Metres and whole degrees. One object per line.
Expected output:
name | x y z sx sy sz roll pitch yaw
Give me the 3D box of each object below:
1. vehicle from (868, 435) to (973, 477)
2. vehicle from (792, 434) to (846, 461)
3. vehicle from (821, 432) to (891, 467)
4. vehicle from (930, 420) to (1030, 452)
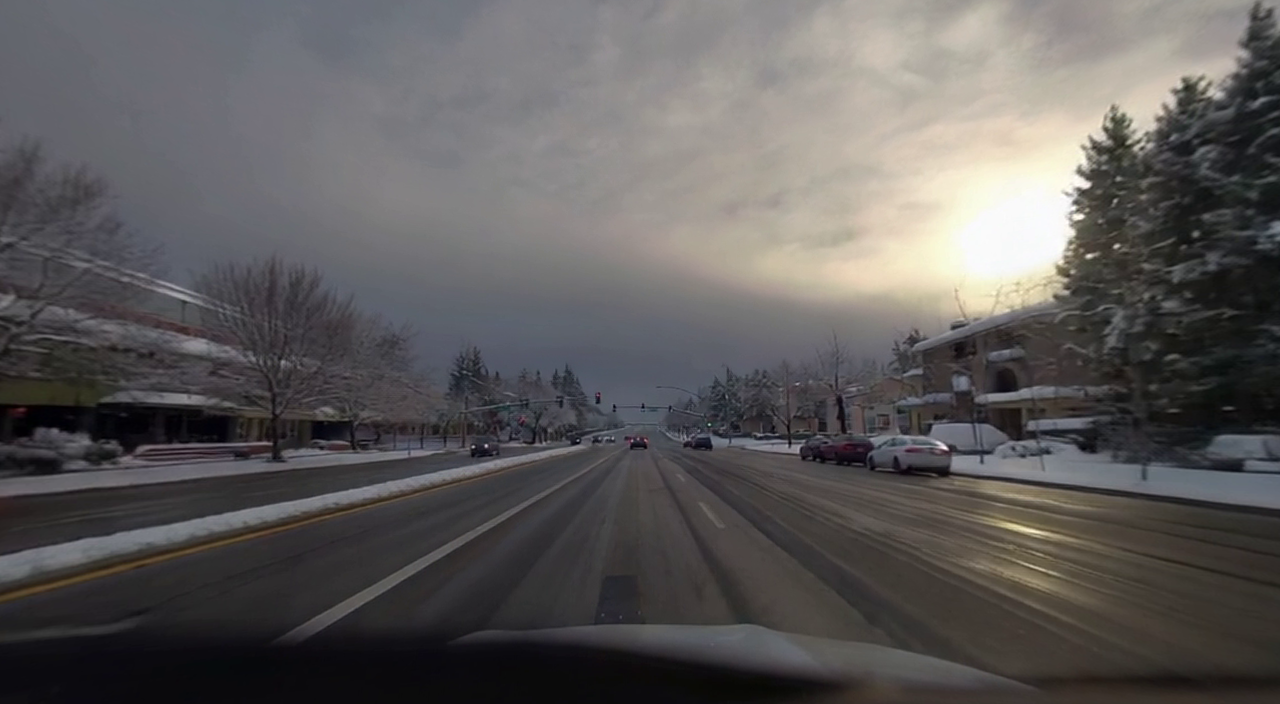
vehicle | 10.362 3.873 23.758 1.861 1.446 4.413 0 -8 -1
vehicle | 10.428 5.605 37.051 1.948 1.489 4.276 0 -8 1
vehicle | 10.601 4.810 31.276 1.905 1.597 4.040 0 -8 -2
vehicle | 21.213 5.252 39.564 5.047 1.904 2.012 0 -8 1
